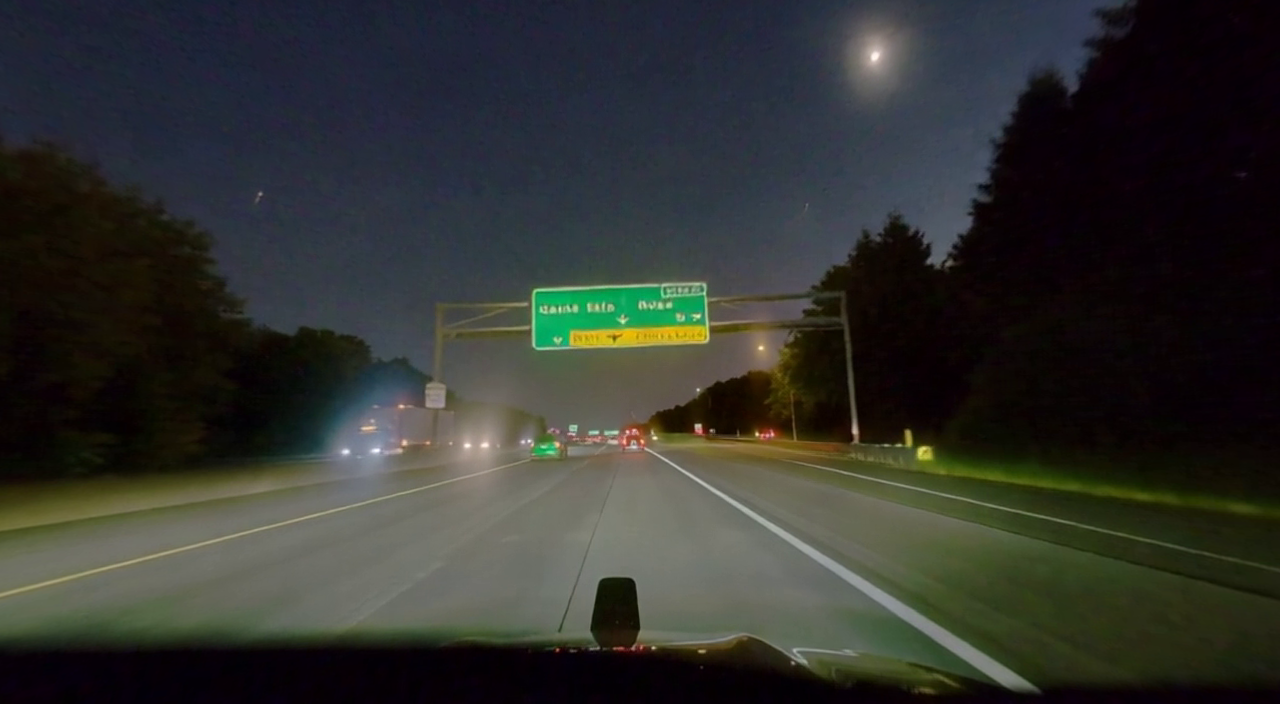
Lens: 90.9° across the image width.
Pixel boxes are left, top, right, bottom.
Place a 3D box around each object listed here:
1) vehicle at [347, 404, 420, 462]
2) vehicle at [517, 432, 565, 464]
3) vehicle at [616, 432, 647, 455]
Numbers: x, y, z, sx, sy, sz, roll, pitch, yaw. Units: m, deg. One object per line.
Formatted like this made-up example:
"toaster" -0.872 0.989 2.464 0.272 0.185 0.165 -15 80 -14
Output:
"vehicle" -18.567 5.931 46.026 2.987 3.956 5.796 0 -8 -2
"vehicle" -5.001 4.882 32.284 1.959 1.514 3.668 0 -8 -1
"vehicle" -0.597 6.560 45.414 2.139 1.561 4.060 0 -8 -1
